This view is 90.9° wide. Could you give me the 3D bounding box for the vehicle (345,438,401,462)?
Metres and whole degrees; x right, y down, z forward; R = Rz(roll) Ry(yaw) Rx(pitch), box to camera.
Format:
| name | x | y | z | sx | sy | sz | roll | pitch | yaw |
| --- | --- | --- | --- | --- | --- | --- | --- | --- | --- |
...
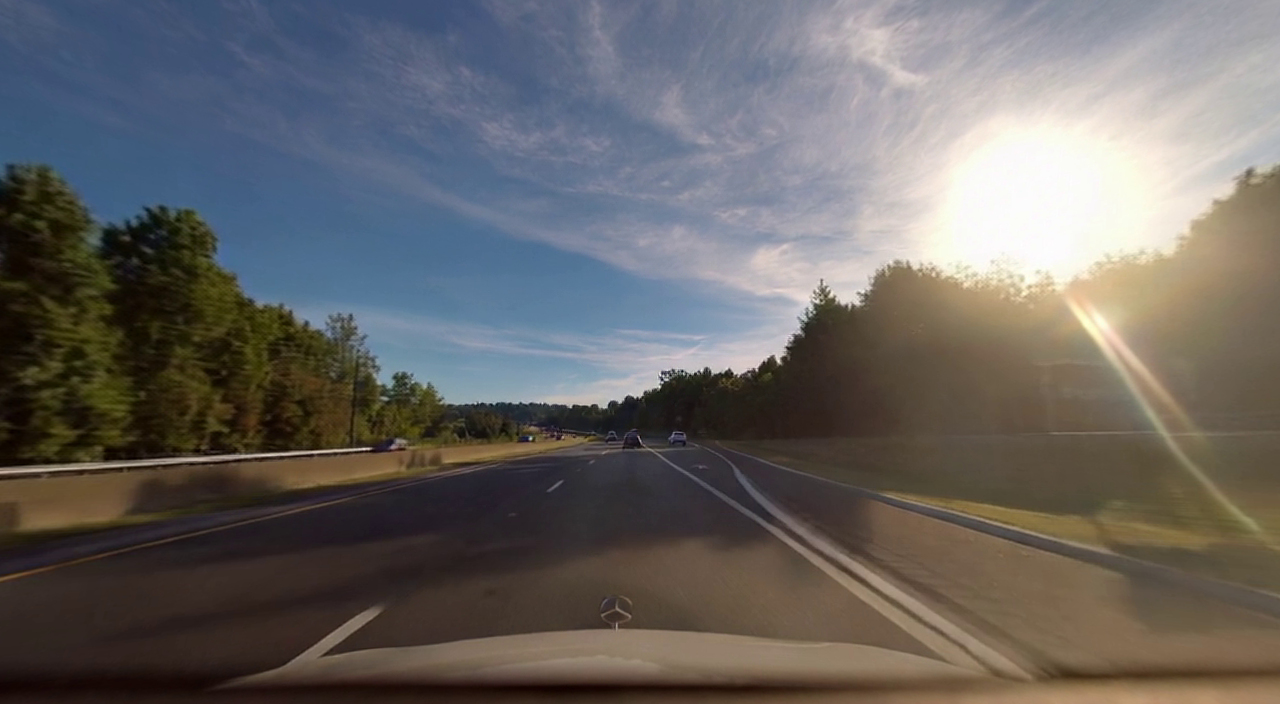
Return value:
| name | x | y | z | sx | sy | sz | roll | pitch | yaw |
| --- | --- | --- | --- | --- | --- | --- | --- | --- | --- |
| vehicle | -17.879 | 6.557 | 42.454 | 1.817 | 1.479 | 4.483 | 0 | -8 | 0 |
